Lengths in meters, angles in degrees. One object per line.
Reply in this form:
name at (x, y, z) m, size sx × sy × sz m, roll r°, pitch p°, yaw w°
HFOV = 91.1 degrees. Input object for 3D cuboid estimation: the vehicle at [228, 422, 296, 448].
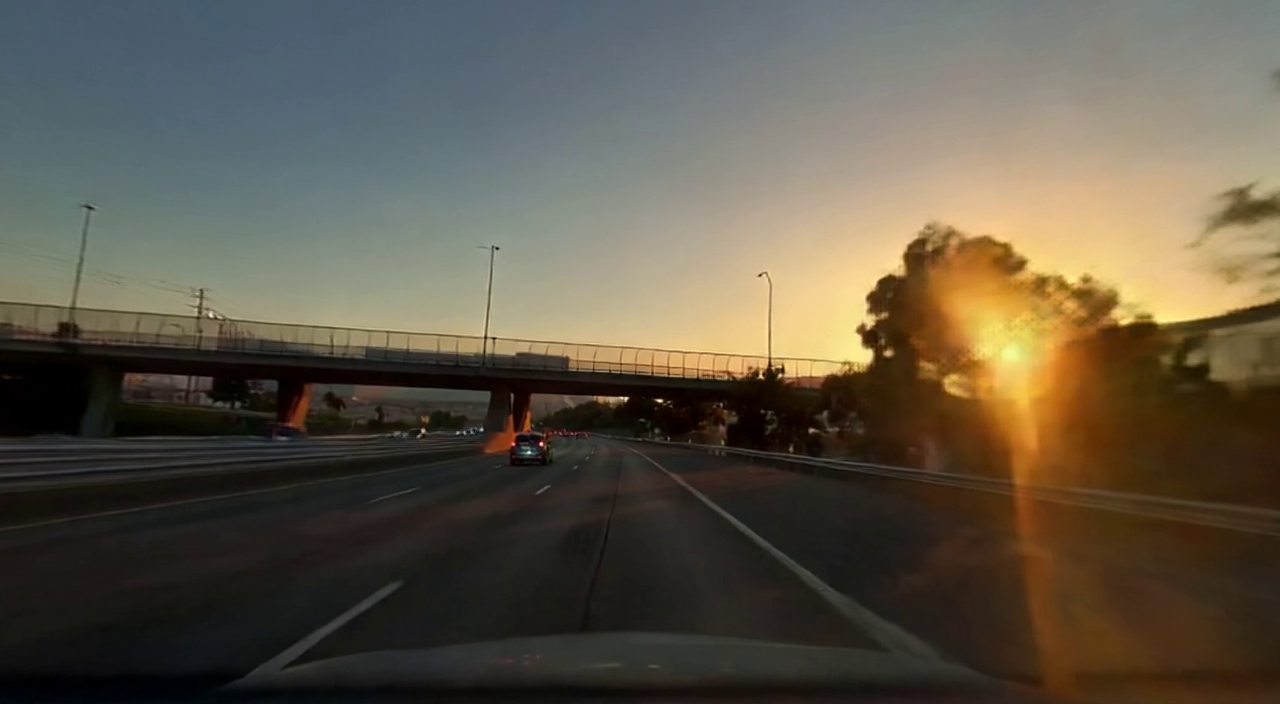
vehicle at (-23.070, 5.110, 38.573) m, size 1.761 × 1.485 × 4.054 m, roll 0°, pitch -8°, yaw -2°

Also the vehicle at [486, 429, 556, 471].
vehicle at (-4.915, 4.115, 26.767) m, size 2.123 × 1.601 × 4.887 m, roll 0°, pitch -8°, yaw -1°
